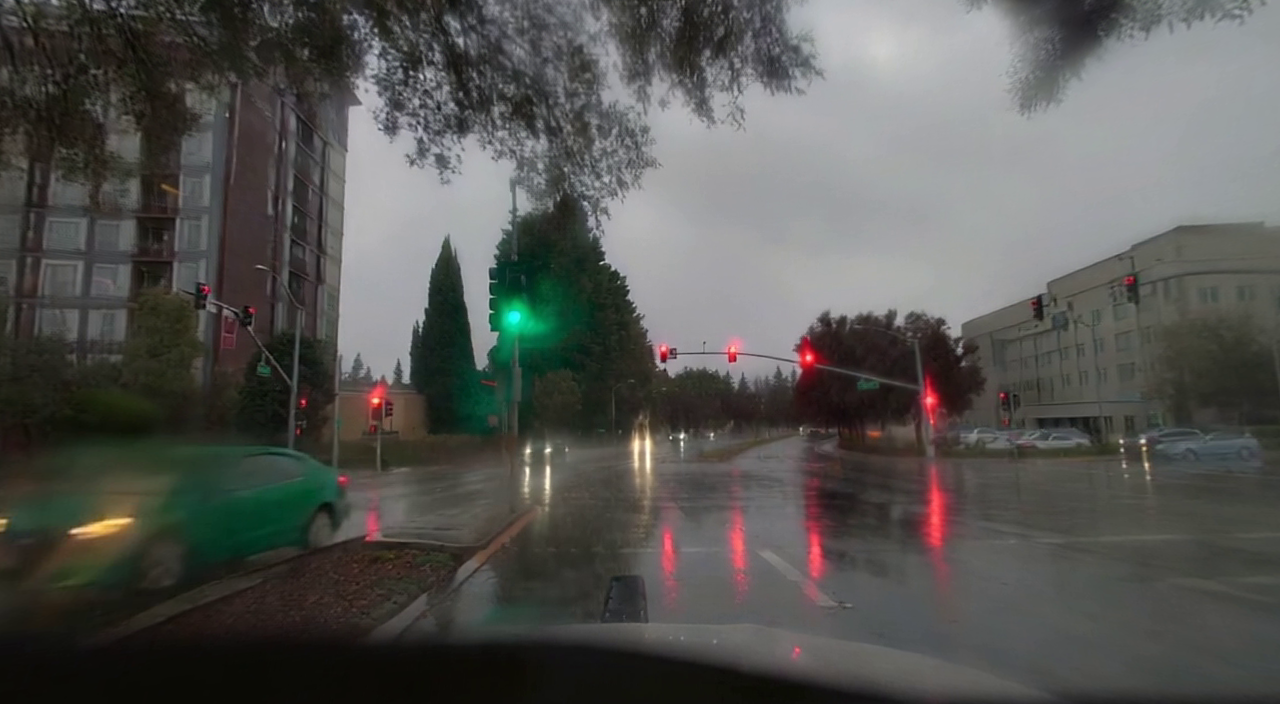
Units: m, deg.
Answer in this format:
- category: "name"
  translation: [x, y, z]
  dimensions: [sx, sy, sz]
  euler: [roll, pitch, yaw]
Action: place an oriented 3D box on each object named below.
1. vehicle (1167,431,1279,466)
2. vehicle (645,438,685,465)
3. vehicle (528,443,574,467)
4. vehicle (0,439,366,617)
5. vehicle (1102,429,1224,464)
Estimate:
- category: "vehicle"
  translation: [26.314, 4.243, 27.869]
  dimensions: [4.644, 1.470, 1.922]
  euler: [1, -8, -10]
- category: "vehicle"
  translation: [1.753, 6.773, 43.257]
  dimensions: [2.197, 1.739, 4.177]
  euler: [-2, -8, 10]
- category: "vehicle"
  translation: [-5.716, 6.638, 40.832]
  dimensions: [1.877, 1.481, 3.853]
  euler: [-2, -8, 9]
- category: "vehicle"
  translation: [-5.427, 1.821, 7.673]
  dimensions: [2.016, 1.474, 4.634]
  euler: [0, -8, 1]
- category: "vehicle"
  translation: [25.930, 4.678, 31.344]
  dimensions: [4.441, 1.674, 2.035]
  euler: [1, -8, -8]
